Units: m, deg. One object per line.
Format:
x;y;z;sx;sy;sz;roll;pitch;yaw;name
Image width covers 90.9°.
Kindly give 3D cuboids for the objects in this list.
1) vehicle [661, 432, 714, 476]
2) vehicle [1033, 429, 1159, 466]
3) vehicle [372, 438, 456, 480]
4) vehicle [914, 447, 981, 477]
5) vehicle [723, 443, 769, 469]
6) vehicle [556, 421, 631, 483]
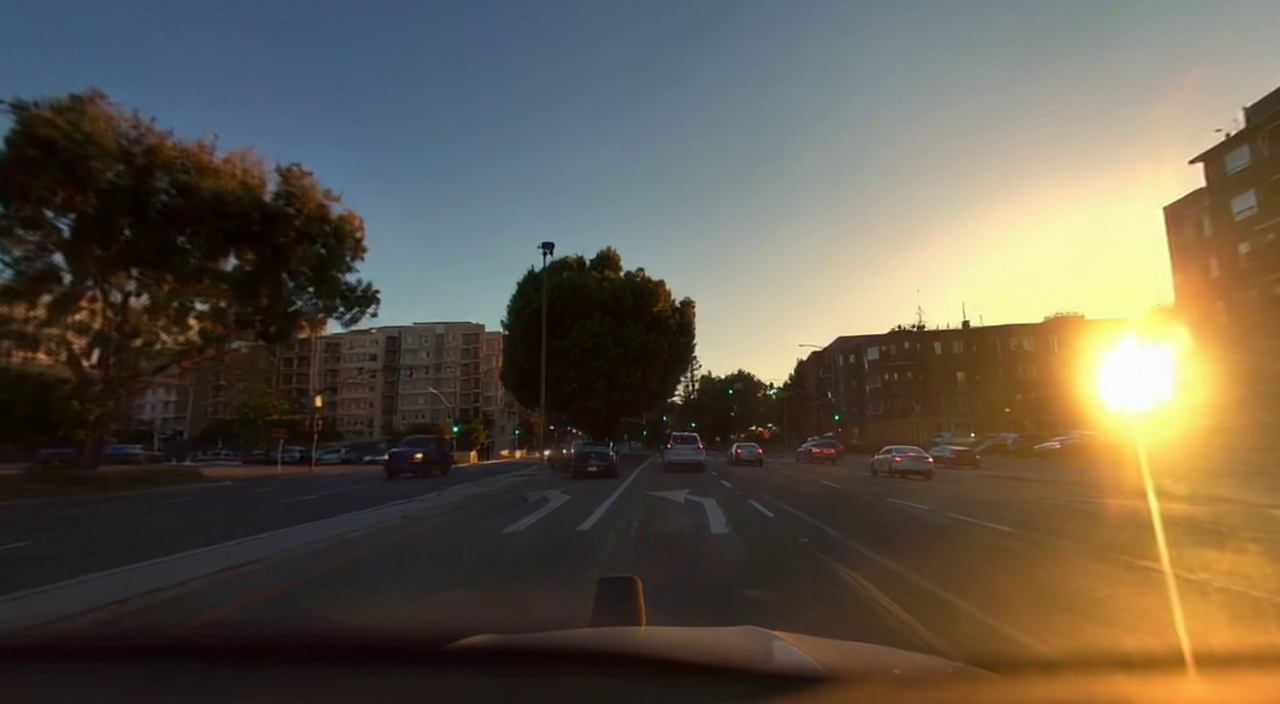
2.080;4.610;28.628;2.222;1.841;4.031;-1;-8;2;vehicle
24.869;5.234;34.580;5.050;1.756;2.206;-3;-9;4;vehicle
-10.355;4.926;29.352;2.098;1.760;4.654;0;-8;1;vehicle
15.842;5.654;32.674;1.706;1.474;3.761;-1;-8;3;vehicle
6.350;6.247;38.182;2.075;1.486;4.316;0;-8;1;vehicle
-1.643;3.839;24.382;2.396;2.143;4.824;0;-8;2;vehicle
